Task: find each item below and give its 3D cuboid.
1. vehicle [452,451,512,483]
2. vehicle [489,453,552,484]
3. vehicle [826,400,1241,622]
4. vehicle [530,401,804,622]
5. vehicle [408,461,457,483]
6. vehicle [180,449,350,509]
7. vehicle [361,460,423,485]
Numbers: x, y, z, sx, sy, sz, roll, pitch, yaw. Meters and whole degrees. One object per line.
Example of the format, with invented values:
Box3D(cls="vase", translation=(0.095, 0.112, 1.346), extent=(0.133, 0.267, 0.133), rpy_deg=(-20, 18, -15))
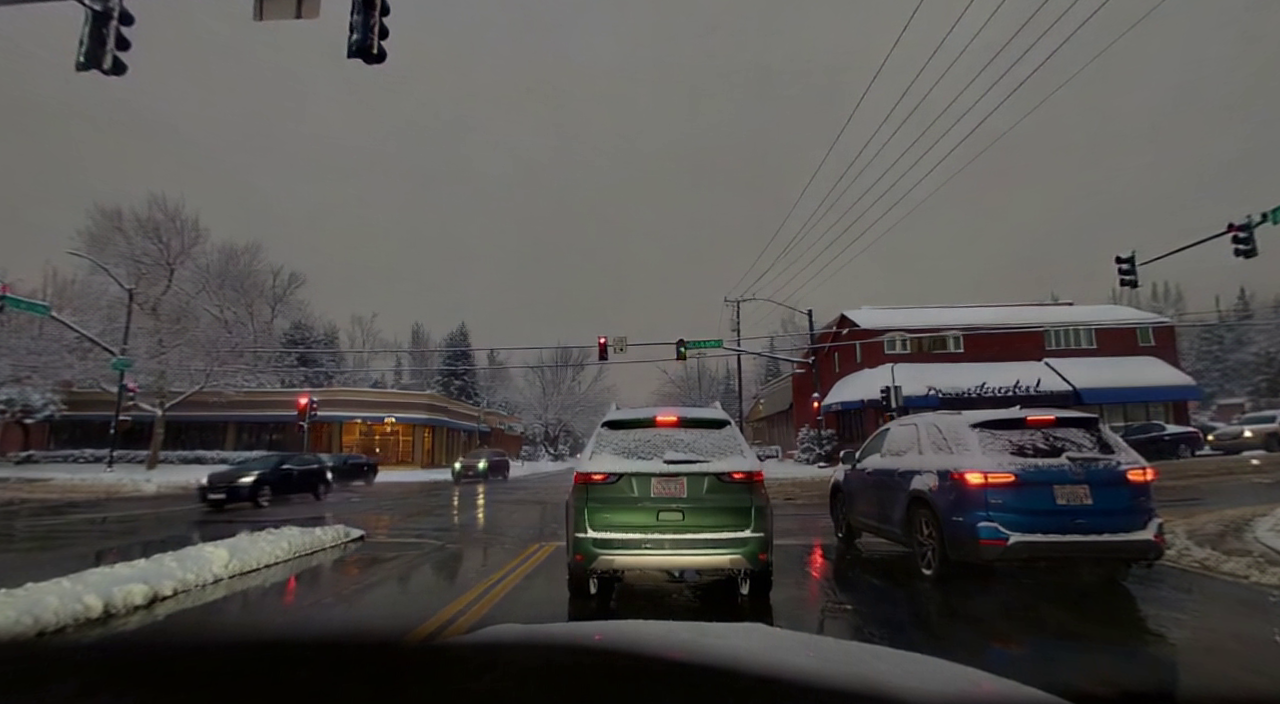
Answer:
Box3D(cls="vehicle", translation=(-9.447, 6.905, 38.201), extent=(2.029, 1.776, 4.711), rpy_deg=(-1, -8, 6))
Box3D(cls="vehicle", translation=(-6.202, 6.095, 33.263), extent=(2.017, 1.468, 4.663), rpy_deg=(-1, -8, 5))
Box3D(cls="vehicle", translation=(3.612, 1.516, 6.961), extent=(1.976, 1.664, 4.189), rpy_deg=(-1, -8, 2))
Box3D(cls="vehicle", translation=(0.261, 1.503, 6.816), extent=(2.098, 1.682, 3.778), rpy_deg=(0, -8, 2))
Box3D(cls="vehicle", translation=(-15.486, 8.956, 47.265), extent=(1.875, 1.475, 4.449), rpy_deg=(-1, -8, 5))
Box3D(cls="vehicle", translation=(-10.706, 3.624, 18.532), extent=(1.911, 1.461, 4.691), rpy_deg=(-1, -8, 4))
Box3D(cls="vehicle", translation=(-16.209, 7.852, 41.457), extent=(1.872, 1.433, 4.404), rpy_deg=(-1, -8, 6))
